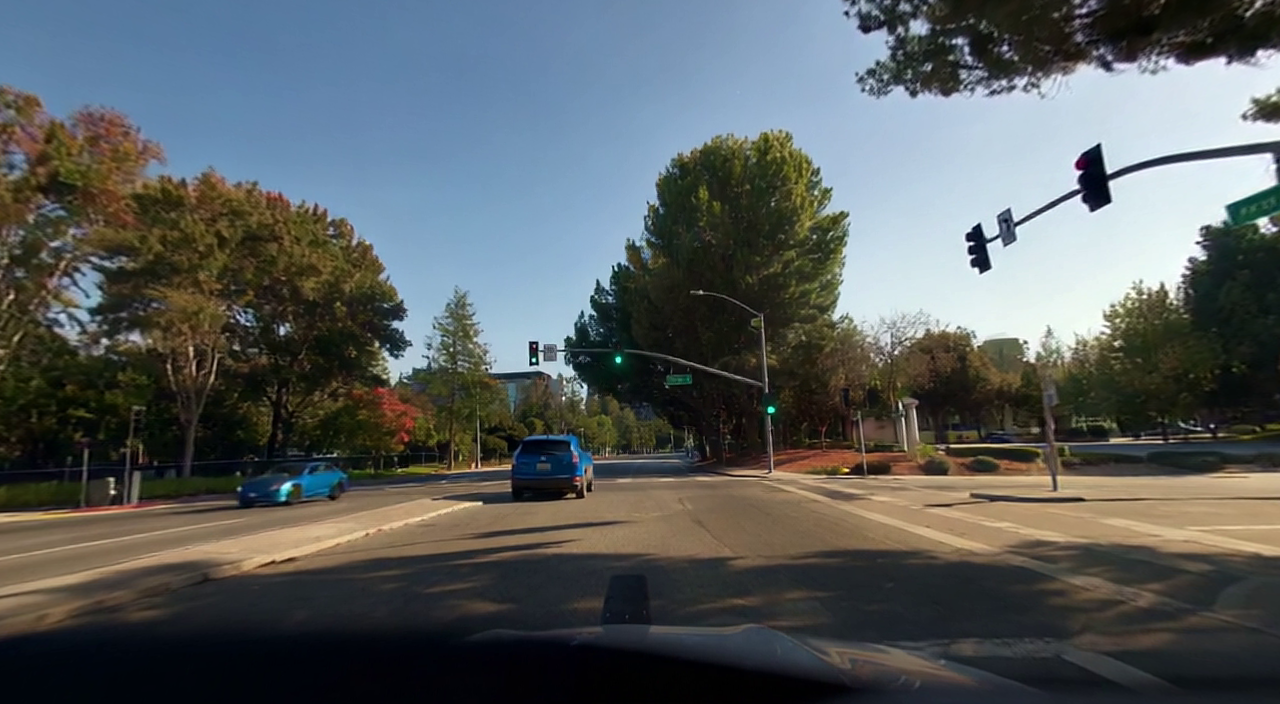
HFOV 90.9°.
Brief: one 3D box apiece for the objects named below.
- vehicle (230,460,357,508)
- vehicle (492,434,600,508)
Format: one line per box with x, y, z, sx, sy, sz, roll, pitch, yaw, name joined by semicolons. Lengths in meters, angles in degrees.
-12.264;4.671;22.697;1.980;1.452;4.318;-1;-8;2;vehicle
-2.439;3.234;17.660;2.123;1.799;4.425;-1;-8;3;vehicle
